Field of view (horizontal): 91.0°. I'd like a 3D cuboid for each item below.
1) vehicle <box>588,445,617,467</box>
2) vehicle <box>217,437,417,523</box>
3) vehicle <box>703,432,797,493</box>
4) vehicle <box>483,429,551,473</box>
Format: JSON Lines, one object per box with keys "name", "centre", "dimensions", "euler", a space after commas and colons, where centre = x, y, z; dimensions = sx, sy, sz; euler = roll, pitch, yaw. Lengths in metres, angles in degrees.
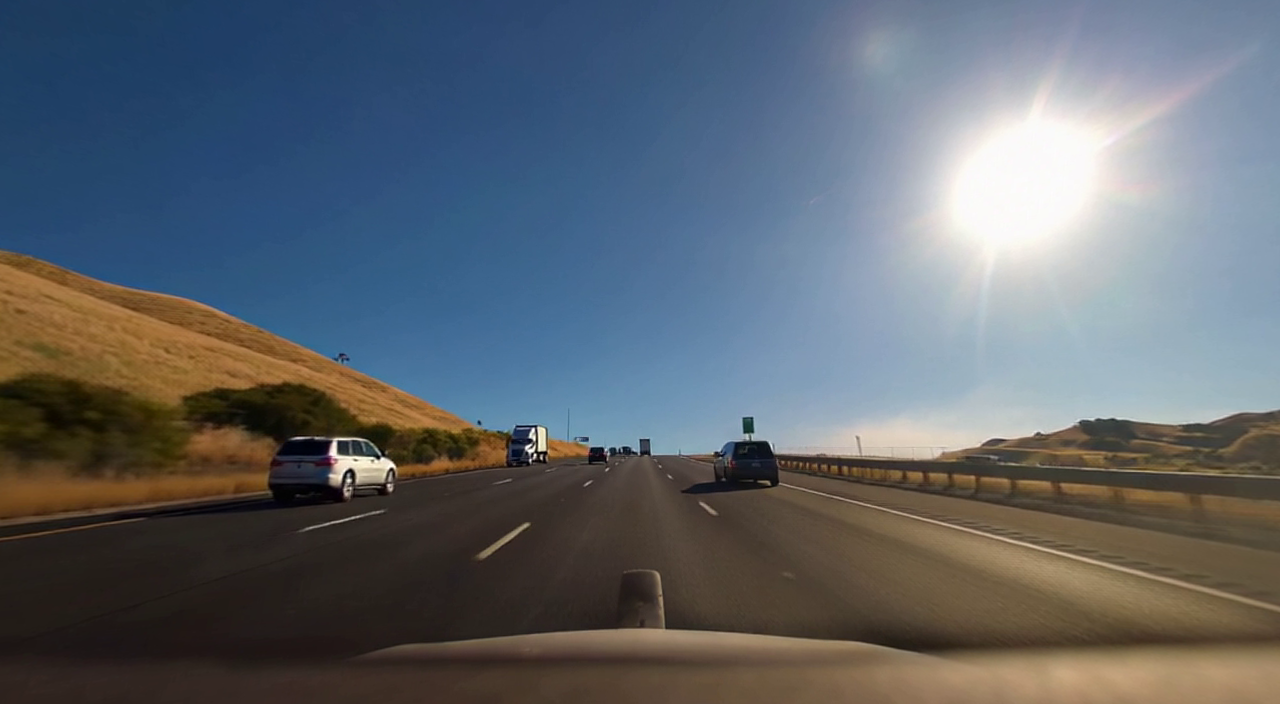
{"name": "vehicle", "centre": [-2.850, 7.943, 48.345], "dimensions": [2.009, 1.593, 4.378], "euler": [0, -9, 0]}
{"name": "vehicle", "centre": [-6.787, 2.724, 14.032], "dimensions": [1.935, 1.550, 4.883], "euler": [0, -9, -1]}
{"name": "vehicle", "centre": [3.465, 3.604, 20.851], "dimensions": [2.231, 1.789, 4.700], "euler": [0, -9, 0]}
{"name": "vehicle", "centre": [-7.627, 6.308, 40.114], "dimensions": [2.937, 2.509, 7.090], "euler": [0, -9, -1]}
